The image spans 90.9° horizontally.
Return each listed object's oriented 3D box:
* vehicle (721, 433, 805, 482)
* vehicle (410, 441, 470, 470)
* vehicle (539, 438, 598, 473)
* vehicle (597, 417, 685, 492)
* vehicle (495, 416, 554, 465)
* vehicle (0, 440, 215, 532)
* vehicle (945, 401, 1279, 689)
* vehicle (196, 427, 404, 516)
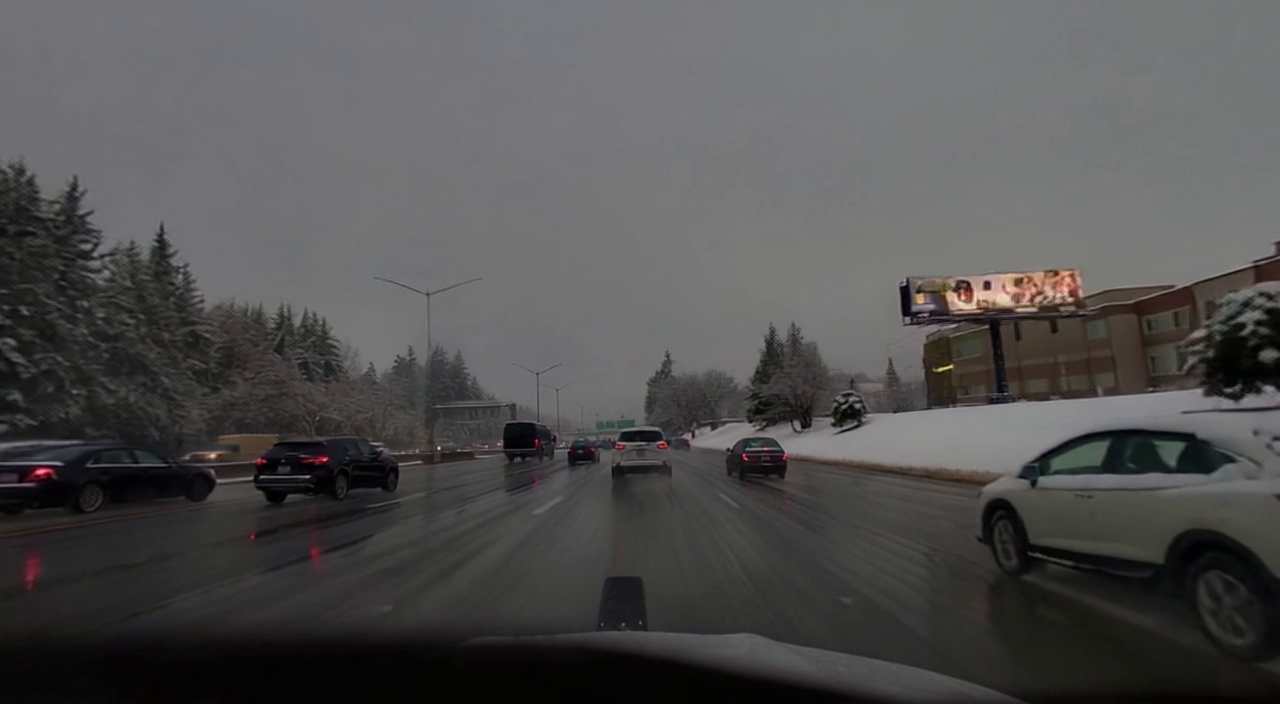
[{"bbox_3d":[4.029,3.536,21.486,1.942,1.487,4.518,0,-8,0],"label":"vehicle"},{"bbox_3d":[-10.930,5.674,34.758,1.923,1.480,3.905,0,-8,1],"label":"vehicle"},{"bbox_3d":[-3.258,4.792,29.542,2.079,1.499,4.512,0,-8,2],"label":"vehicle"},{"bbox_3d":[0.060,2.926,18.243,2.209,1.863,4.626,0,-8,1],"label":"vehicle"},{"bbox_3d":[-7.077,5.569,39.647,2.358,2.817,7.055,0,-8,0],"label":"vehicle"},{"bbox_3d":[-10.960,2.470,12.373,1.970,1.441,4.555,0,-8,1],"label":"vehicle"},{"bbox_3d":[4.280,1.181,4.489,1.915,1.482,4.537,0,-8,0],"label":"vehicle"},{"bbox_3d":[-7.148,2.542,13.952,2.021,1.632,4.417,0,-8,2],"label":"vehicle"}]
